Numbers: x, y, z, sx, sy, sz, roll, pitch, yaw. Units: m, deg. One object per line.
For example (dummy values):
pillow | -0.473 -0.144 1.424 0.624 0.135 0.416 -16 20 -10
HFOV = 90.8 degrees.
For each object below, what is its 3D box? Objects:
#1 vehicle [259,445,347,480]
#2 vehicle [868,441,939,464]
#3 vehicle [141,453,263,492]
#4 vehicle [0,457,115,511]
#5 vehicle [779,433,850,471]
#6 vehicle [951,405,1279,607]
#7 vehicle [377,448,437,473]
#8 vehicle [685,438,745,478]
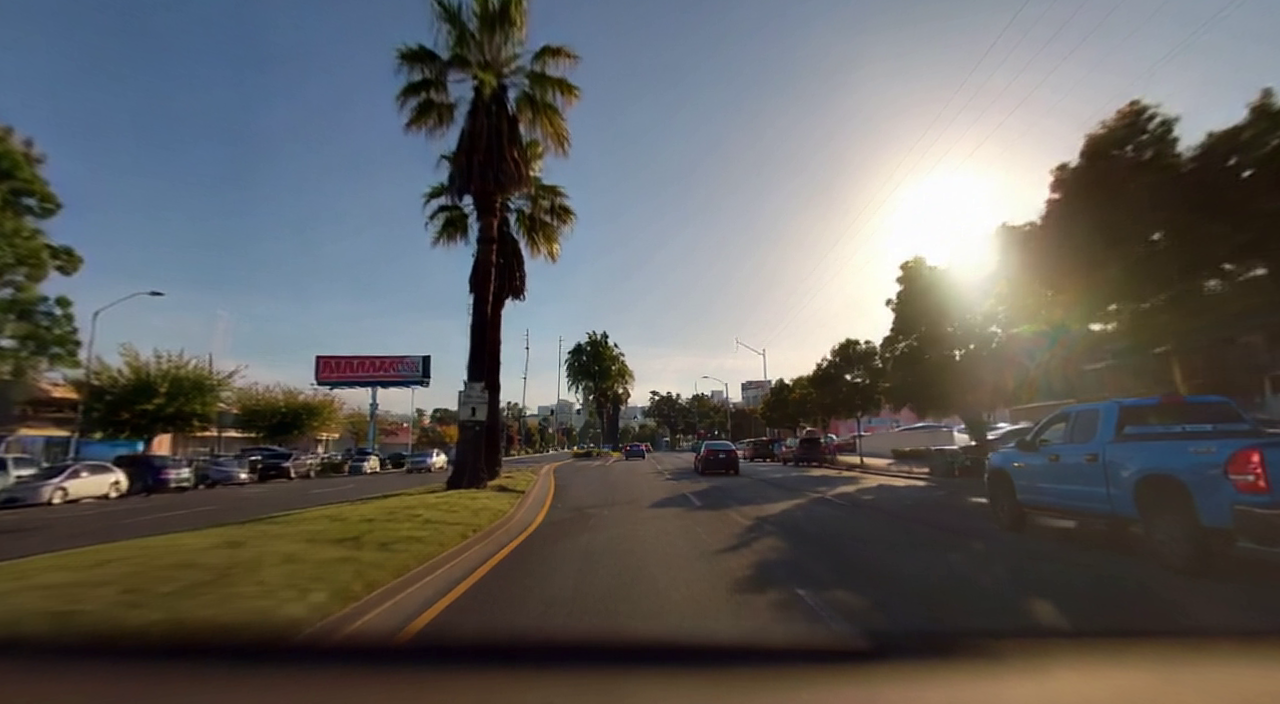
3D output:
vehicle | -19.103 6.263 36.119 2.066 1.825 5.291 0 -9 0
vehicle | 18.664 7.169 44.828 4.245 1.481 1.899 -9 -15 39
vehicle | -19.396 5.333 28.337 1.871 1.519 5.002 0 -9 0
vehicle | -19.336 4.043 19.674 1.900 1.481 4.684 0 -9 0
vehicle | 10.238 5.970 37.709 2.417 2.061 5.980 0 -9 -1
vehicle | 6.198 1.627 7.590 2.140 1.606 5.437 0 -9 0
vehicle | -15.632 7.313 42.715 2.174 1.509 4.958 -1 -9 0
vehicle | 3.148 4.549 27.257 1.889 1.541 4.303 1 -9 -2
